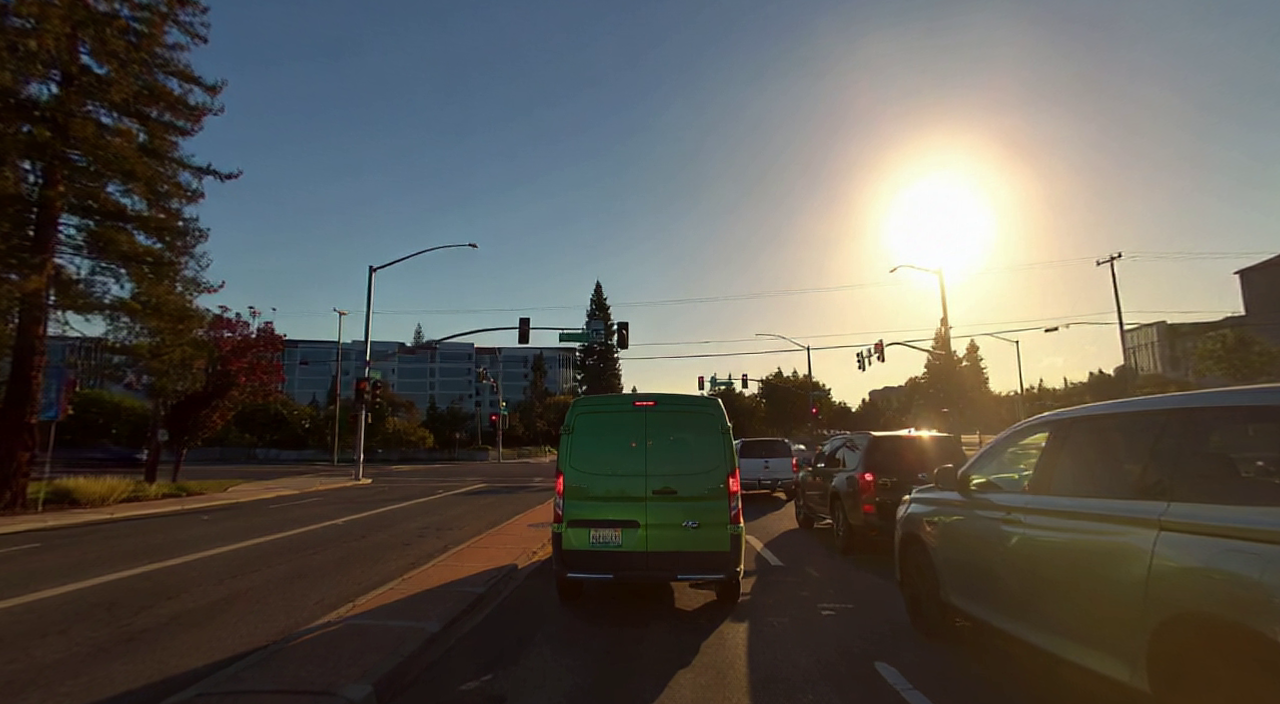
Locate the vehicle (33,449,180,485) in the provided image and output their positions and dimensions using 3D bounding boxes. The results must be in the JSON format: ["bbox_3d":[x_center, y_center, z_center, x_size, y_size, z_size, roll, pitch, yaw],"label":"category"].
[{"bbox_3d":[-24.204,5.209,28.779,4.789,1.514,1.866,1,-8,-6],"label":"vehicle"}]

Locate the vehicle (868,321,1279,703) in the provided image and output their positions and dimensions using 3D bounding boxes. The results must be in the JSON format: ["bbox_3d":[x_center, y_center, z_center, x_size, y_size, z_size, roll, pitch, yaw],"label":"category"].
[{"bbox_3d":[2.899,0.947,3.187,1.971,1.663,4.287,0,-8,2],"label":"vehicle"}]

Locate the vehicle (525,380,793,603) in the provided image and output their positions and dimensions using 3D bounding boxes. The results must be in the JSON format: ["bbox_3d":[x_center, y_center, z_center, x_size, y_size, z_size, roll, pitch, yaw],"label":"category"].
[{"bbox_3d":[0.166,1.465,7.433,2.185,1.822,4.391,0,-8,0],"label":"vehicle"}]
